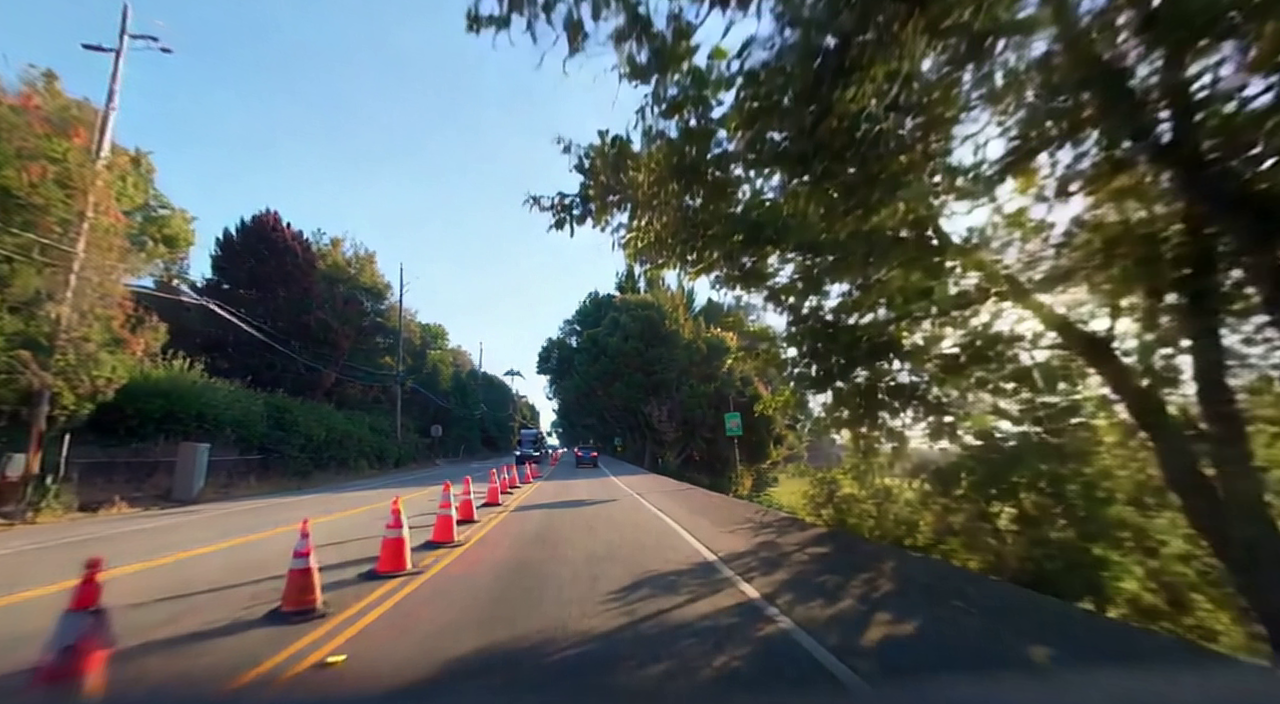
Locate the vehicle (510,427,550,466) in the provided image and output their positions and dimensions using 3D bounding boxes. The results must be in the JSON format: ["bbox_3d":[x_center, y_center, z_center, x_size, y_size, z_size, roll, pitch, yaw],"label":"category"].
[{"bbox_3d":[-7.656,6.603,44.311,2.380,2.488,4.028,2,-8,-6],"label":"vehicle"}]

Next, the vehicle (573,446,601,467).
[{"bbox_3d":[-4.032,7.912,48.031,2.013,1.481,4.356,1,-8,-5],"label":"vehicle"}]
